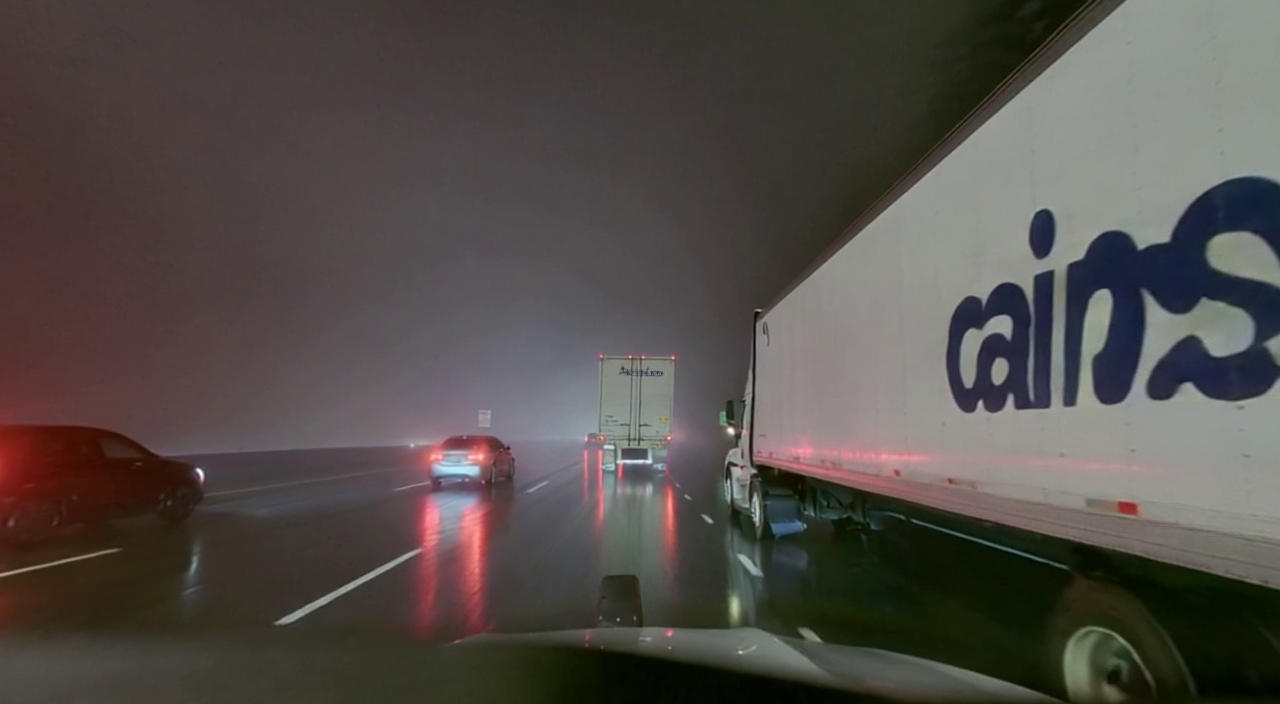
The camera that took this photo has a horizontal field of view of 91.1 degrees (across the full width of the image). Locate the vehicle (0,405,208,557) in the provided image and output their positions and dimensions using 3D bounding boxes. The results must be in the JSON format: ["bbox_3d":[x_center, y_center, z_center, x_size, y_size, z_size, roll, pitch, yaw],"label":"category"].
[{"bbox_3d":[-8.041,1.590,8.139,1.990,1.654,4.129,0,-8,-1],"label":"vehicle"}]

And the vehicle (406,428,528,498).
[{"bbox_3d":[-4.098,2.680,15.594,1.933,1.492,3.838,0,-8,0],"label":"vehicle"}]

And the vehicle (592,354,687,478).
[{"bbox_3d":[-0.109,2.818,26.201,3.118,4.106,10.719,0,-8,-1],"label":"vehicle"}]
